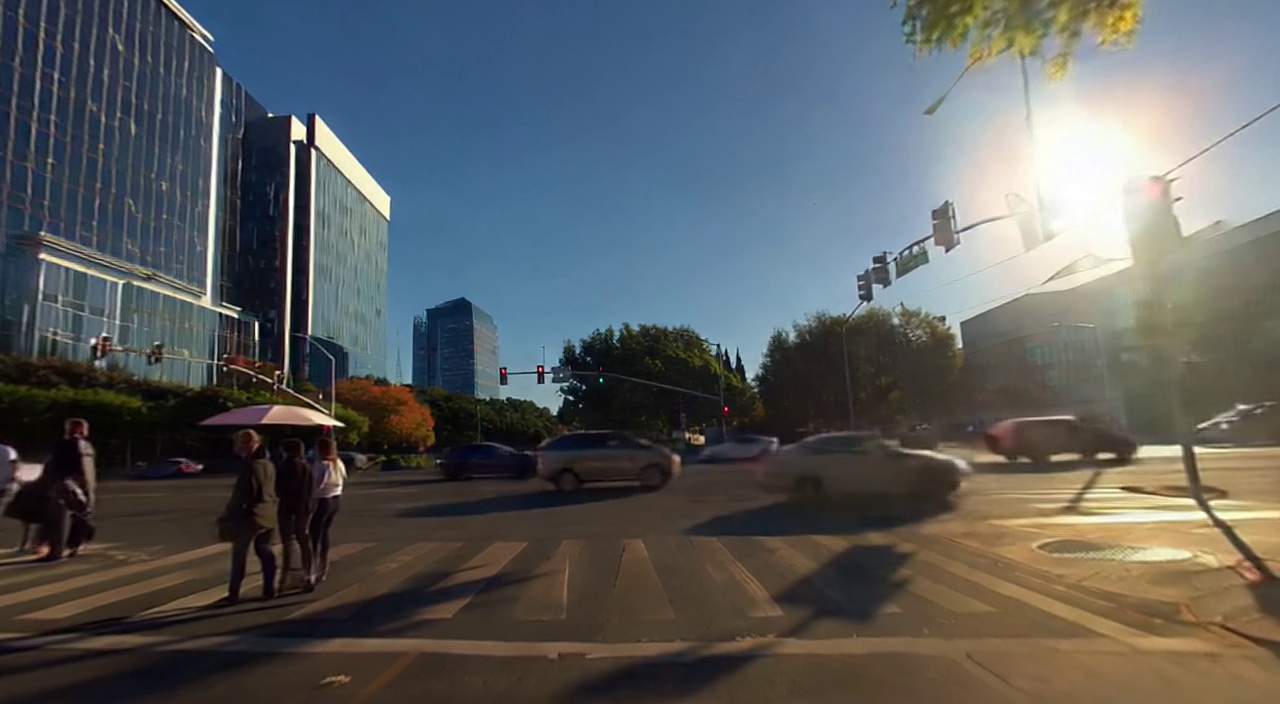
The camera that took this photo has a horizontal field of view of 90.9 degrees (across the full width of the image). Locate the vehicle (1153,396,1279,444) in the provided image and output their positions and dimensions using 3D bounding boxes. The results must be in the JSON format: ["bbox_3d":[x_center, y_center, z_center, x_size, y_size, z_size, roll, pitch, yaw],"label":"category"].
[{"bbox_3d":[23.561,2.692,24.638,4.987,1.780,1.996,-1,-9,6],"label":"vehicle"}]

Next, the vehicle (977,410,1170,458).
[{"bbox_3d":[14.075,2.736,20.757,4.793,1.473,1.878,-1,-9,7],"label":"vehicle"}]

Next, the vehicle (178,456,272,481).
[{"bbox_3d":[-26.211,7.359,39.895,4.785,1.472,1.799,-1,-9,4],"label":"vehicle"}]

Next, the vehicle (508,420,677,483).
[{"bbox_3d":[-1.295,2.950,18.695,4.673,1.740,2.150,-1,-9,6],"label":"vehicle"}]

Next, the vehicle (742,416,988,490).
[{"bbox_3d":[4.696,2.222,13.864,4.715,1.472,1.905,-1,-9,6],"label":"vehicle"}]
